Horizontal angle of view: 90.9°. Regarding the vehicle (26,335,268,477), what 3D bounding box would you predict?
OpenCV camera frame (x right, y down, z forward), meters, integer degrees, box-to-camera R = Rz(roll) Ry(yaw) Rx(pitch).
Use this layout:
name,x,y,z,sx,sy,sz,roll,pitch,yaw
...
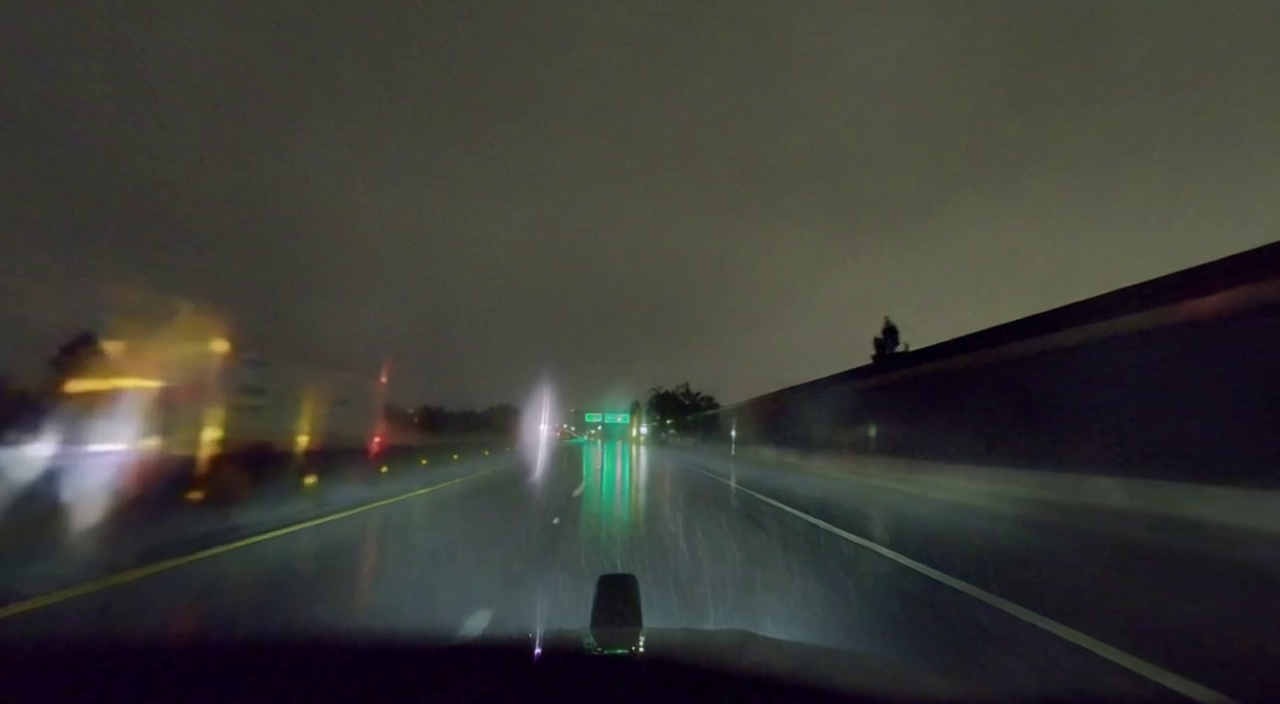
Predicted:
name,x,y,z,sx,sy,sz,roll,pitch,yaw
vehicle,-15.551,1.899,20.691,3.006,3.965,5.994,0,-8,-2
